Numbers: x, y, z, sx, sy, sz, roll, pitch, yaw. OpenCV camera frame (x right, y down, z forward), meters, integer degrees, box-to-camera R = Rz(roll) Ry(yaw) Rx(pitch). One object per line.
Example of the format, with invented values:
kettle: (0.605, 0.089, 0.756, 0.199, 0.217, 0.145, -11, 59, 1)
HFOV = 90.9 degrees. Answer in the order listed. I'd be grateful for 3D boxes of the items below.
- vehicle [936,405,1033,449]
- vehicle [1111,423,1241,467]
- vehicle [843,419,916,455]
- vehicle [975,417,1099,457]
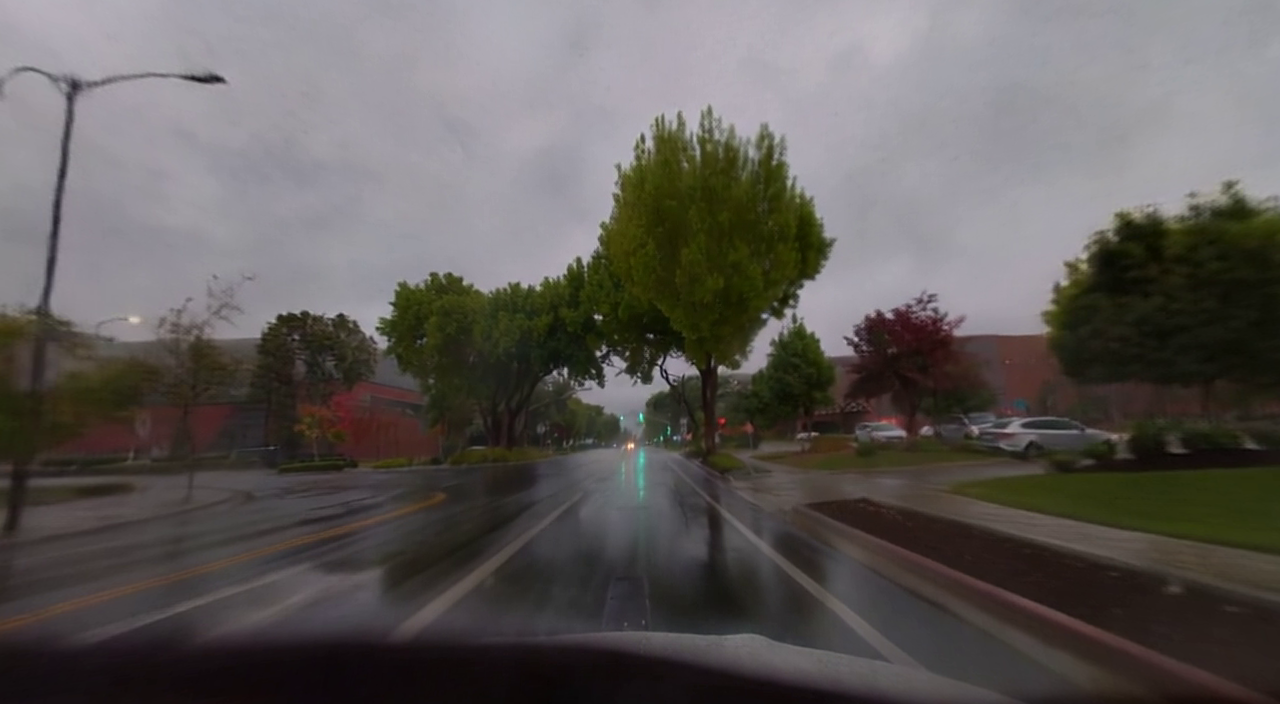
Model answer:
vehicle: (16.939, 3.806, 31.339, 2.027, 1.910, 4.824, -3, -8, 1)
vehicle: (20.623, 3.630, 24.491, 1.766, 1.560, 3.695, 0, -8, 0)
vehicle: (11.826, 4.267, 31.516, 2.036, 1.636, 4.995, 0, -8, 5)
vehicle: (15.240, 3.352, 24.539, 1.866, 1.420, 4.447, 0, -9, 0)
